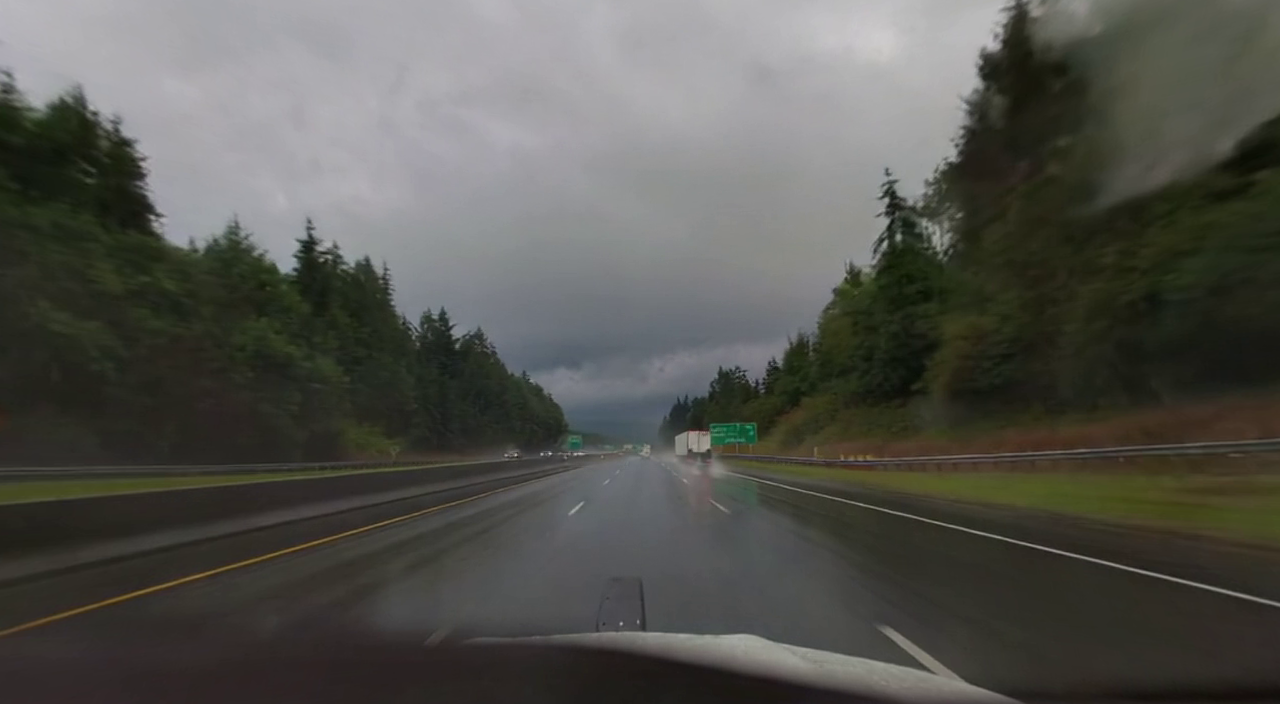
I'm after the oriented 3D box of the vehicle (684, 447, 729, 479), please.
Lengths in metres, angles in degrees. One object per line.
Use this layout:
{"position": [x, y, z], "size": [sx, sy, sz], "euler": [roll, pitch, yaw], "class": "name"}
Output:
{"position": [3.619, 6.119, 35.025], "size": [2.019, 1.601, 3.953], "euler": [0, -9, 0], "class": "vehicle"}
